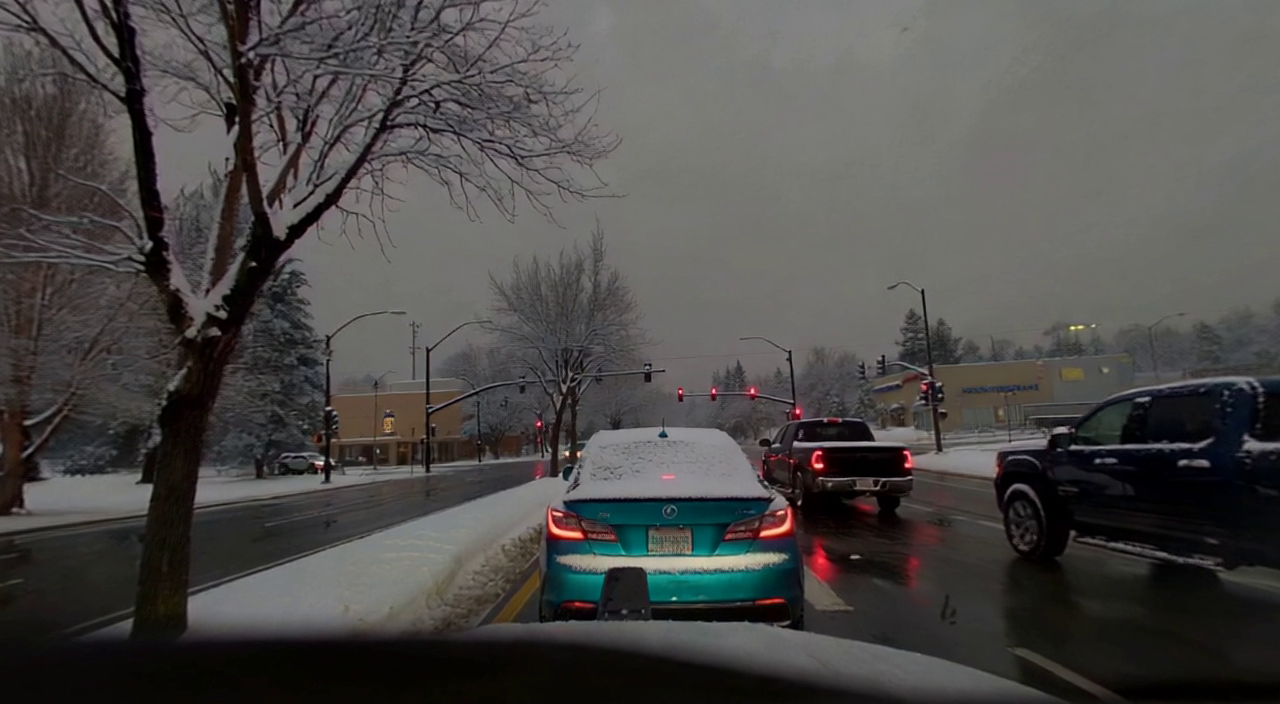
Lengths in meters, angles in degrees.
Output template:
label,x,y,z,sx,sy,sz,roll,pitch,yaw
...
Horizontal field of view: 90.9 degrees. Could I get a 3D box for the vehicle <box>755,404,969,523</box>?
label,x,y,z,sx,sy,sz,roll,pitch,yaw
vehicle,4.179,2.239,13.266,2.319,1.930,5.651,0,-8,-1

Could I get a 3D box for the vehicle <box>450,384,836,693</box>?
label,x,y,z,sx,sy,sz,roll,pitch,yaw
vehicle,-0.014,1.311,5.526,2.116,1.677,3.948,0,-8,-1

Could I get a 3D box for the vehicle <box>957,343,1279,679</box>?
label,x,y,z,sx,sy,sz,roll,pitch,yaw
vehicle,4.490,1.019,4.541,2.019,1.803,4.634,-1,-8,1

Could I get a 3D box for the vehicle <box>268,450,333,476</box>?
label,x,y,z,sx,sy,sz,roll,pitch,yaw
vehicle,-24.056,7.841,44.892,1.798,1.706,4.385,-1,-8,6
